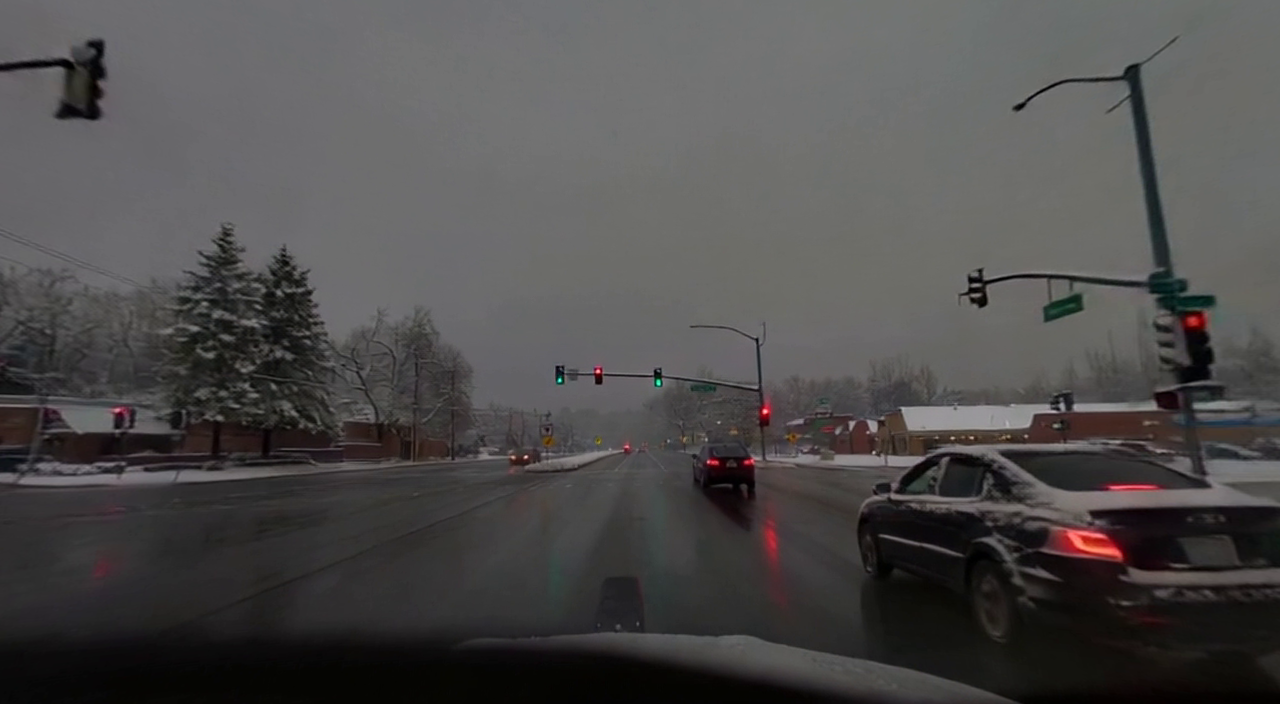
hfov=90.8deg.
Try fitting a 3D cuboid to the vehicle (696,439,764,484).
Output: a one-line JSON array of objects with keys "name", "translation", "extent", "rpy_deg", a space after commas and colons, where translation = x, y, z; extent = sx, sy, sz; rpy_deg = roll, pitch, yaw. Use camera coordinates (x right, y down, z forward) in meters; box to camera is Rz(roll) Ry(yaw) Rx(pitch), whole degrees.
[{"name": "vehicle", "translation": [3.630, 4.520, 26.306], "extent": [2.128, 1.699, 4.222], "rpy_deg": [0, -9, -1]}]

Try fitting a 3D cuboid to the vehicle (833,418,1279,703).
[{"name": "vehicle", "translation": [3.227, 1.350, 4.930], "extent": [2.004, 1.455, 4.417], "rpy_deg": [0, -9, 0]}]

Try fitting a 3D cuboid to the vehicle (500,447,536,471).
[{"name": "vehicle", "translation": [-8.979, 7.889, 46.790], "extent": [1.816, 1.478, 4.404], "rpy_deg": [-2, -7, -1]}]

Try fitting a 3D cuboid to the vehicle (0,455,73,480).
[{"name": "vehicle", "translation": [-40.379, 7.593, 41.849], "extent": [1.786, 1.479, 4.347], "rpy_deg": [1, -9, -5]}]
